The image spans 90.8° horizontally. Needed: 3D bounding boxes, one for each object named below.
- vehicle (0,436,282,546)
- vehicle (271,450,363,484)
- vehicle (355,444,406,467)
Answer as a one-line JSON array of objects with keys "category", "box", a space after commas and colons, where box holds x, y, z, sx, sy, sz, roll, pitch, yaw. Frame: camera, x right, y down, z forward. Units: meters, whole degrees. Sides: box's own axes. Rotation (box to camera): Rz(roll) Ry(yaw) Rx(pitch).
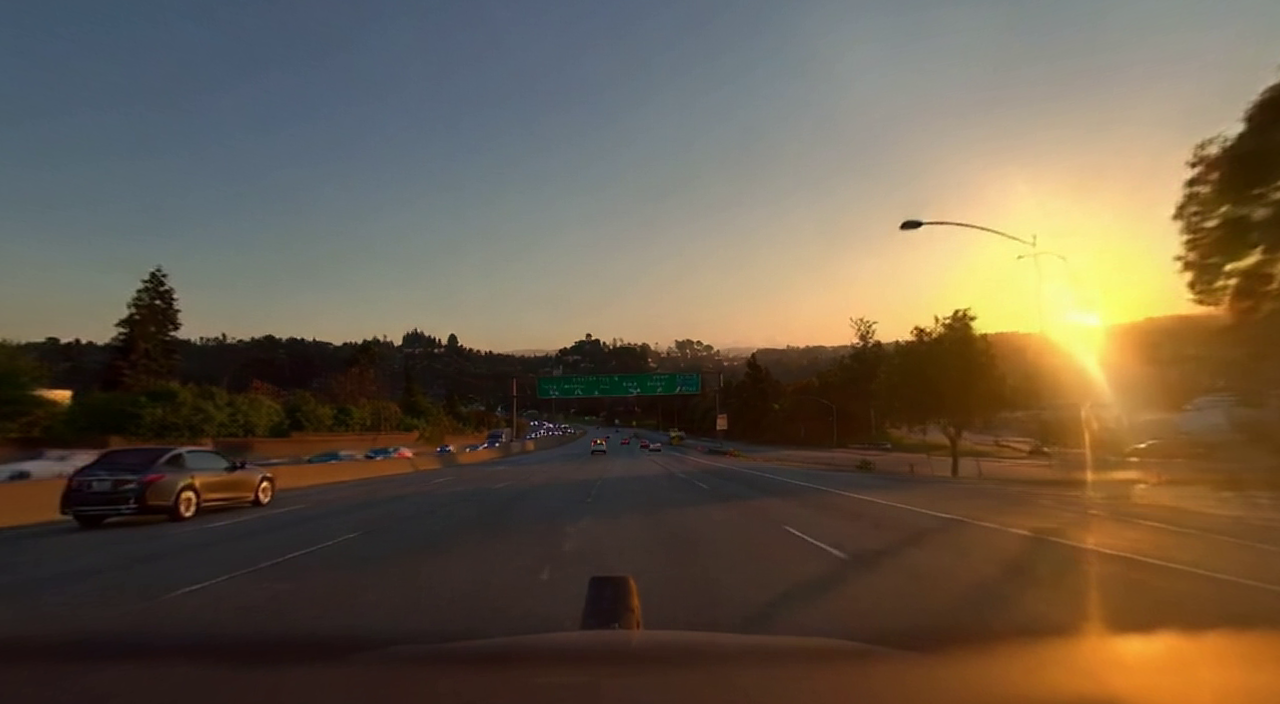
[{"category": "vehicle", "box": [-8.606, 2.274, 11.044, 2.060, 1.507, 4.494, 0, -9, -1]}, {"category": "vehicle", "box": [-15.102, 5.362, 29.854, 2.106, 1.449, 4.299, 0, -9, -1]}, {"category": "vehicle", "box": [-19.424, 7.769, 47.439, 2.003, 1.631, 4.445, 0, -9, -1]}]
